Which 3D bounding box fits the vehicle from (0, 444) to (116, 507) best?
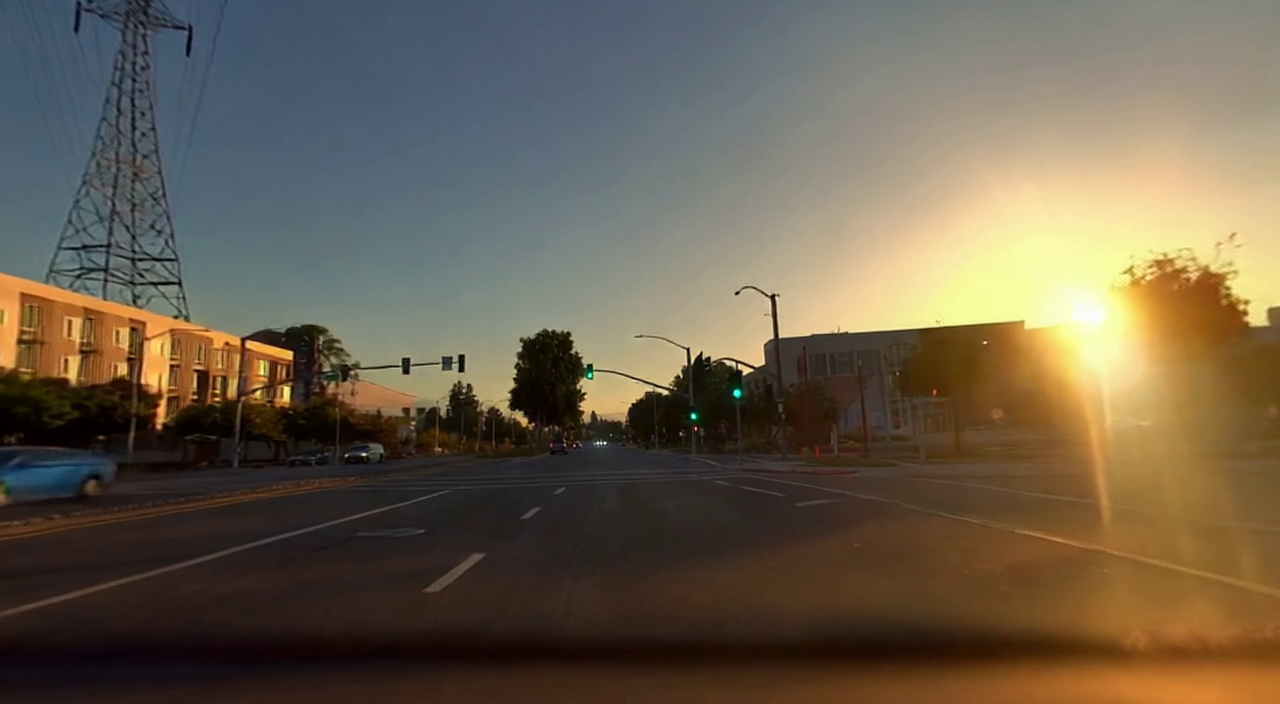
[{"bbox_3d":[-20.326,4.028,20.924,2.097,1.858,4.601,0,-9,-3],"label":"vehicle"}]
